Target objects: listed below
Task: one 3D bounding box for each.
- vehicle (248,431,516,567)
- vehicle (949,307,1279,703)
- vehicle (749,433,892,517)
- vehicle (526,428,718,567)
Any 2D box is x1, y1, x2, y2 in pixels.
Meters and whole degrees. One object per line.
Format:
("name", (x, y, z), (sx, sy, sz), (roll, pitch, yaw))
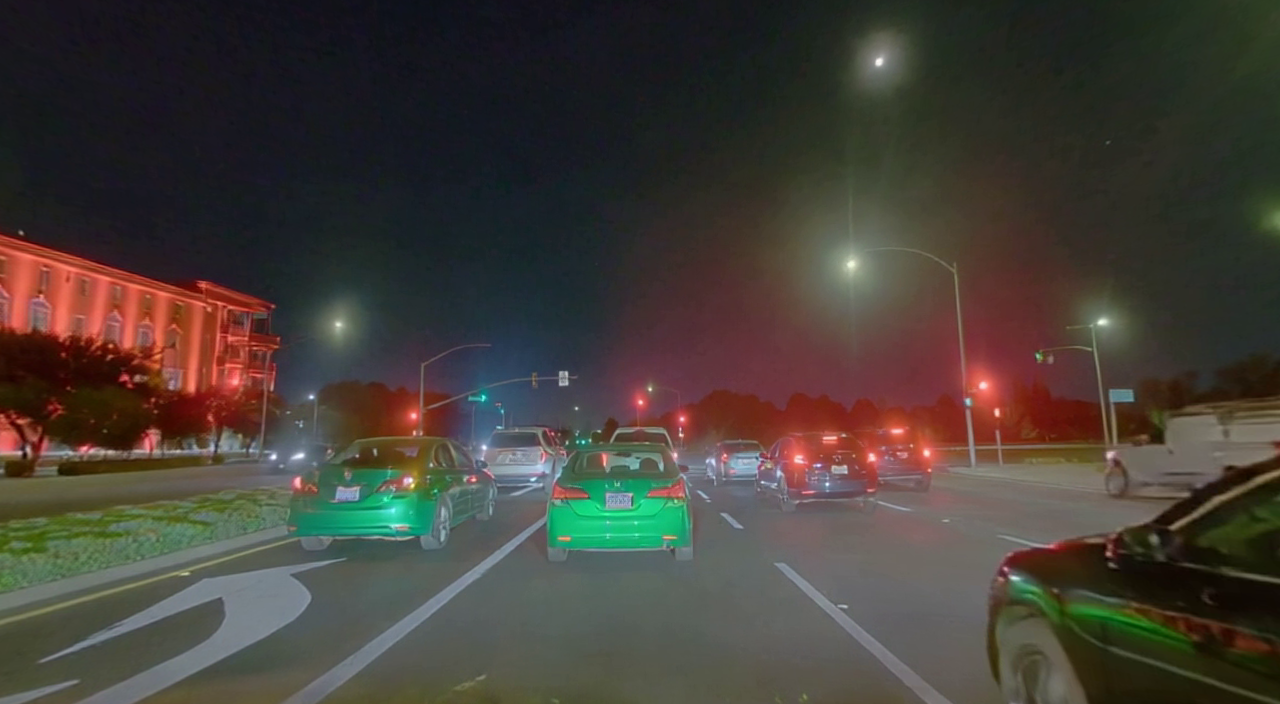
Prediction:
("vehicle", (-3.203, 1.891, 8.937), (1.917, 1.441, 4.128), (-1, -8, 2))
("vehicle", (2.963, 0.630, 1.278), (2.196, 1.676, 4.865), (0, -8, 0))
("vehicle", (3.553, 2.478, 13.271), (1.880, 1.476, 3.932), (0, -8, 1))
("vehicle", (-0.202, 1.837, 8.706), (2.041, 1.450, 3.847), (0, -8, 0))
